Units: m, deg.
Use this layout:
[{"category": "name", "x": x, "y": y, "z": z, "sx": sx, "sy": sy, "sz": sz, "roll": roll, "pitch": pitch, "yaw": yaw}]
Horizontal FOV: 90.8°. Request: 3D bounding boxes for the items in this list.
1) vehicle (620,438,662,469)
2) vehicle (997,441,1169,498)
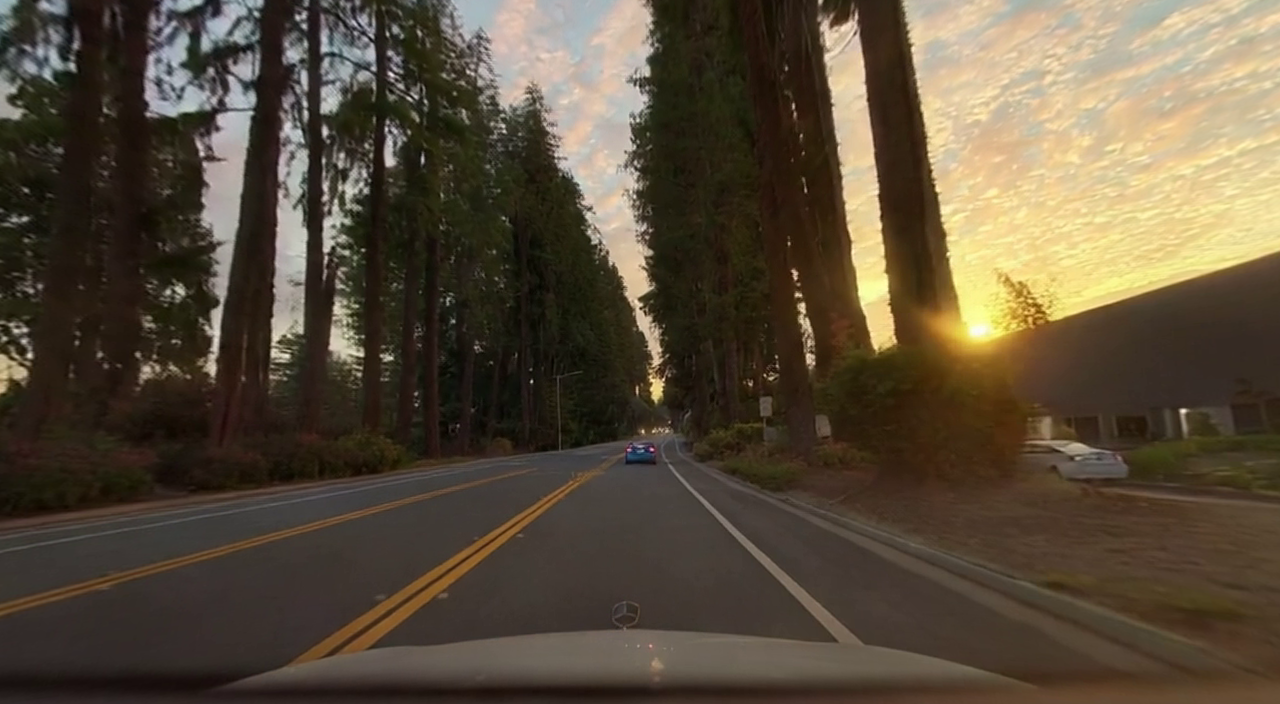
[{"category": "vehicle", "x": -0.007, "y": 5.263, "z": 32.906, "sx": 2.067, "sy": 1.486, "sz": 3.861, "roll": 0, "pitch": -9, "yaw": -1}, {"category": "vehicle", "x": 13.236, "y": 3.516, "z": 19.289, "sx": 1.766, "sy": 1.463, "sz": 4.445, "roll": 3, "pitch": -9, "yaw": -5}]
